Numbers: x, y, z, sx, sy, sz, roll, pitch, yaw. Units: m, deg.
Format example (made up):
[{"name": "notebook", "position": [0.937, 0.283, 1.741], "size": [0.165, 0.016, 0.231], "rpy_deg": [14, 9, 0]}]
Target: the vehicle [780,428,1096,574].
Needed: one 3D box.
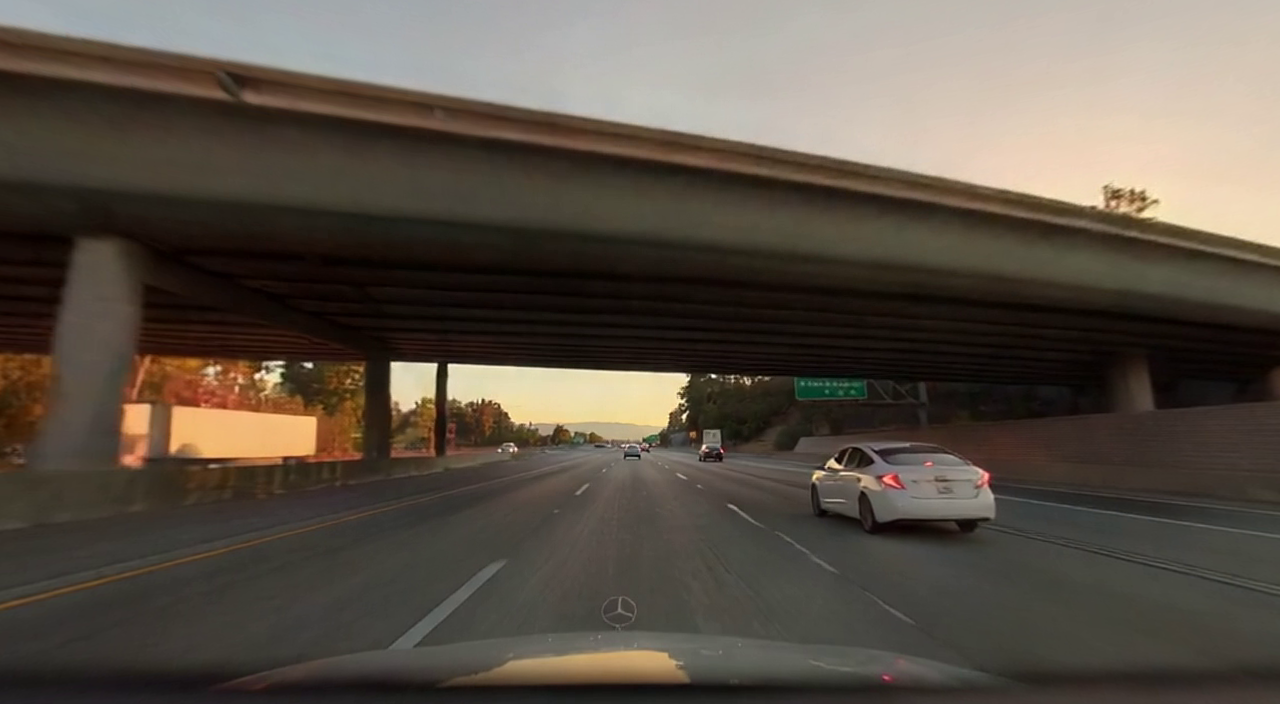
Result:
[{"name": "vehicle", "position": [3.562, 1.862, 8.784], "size": [2.076, 1.472, 4.562], "rpy_deg": [0, -9, -1]}]

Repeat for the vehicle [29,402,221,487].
[{"name": "vehicle", "position": [-27.157, 5.001, 34.153], "size": [3.020, 3.976, 8.549], "rpy_deg": [0, -9, 0]}]

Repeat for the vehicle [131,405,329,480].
[{"name": "vehicle", "position": [-27.263, 6.338, 44.009], "size": [2.909, 4.186, 16.546], "rpy_deg": [0, -9, 0]}]
